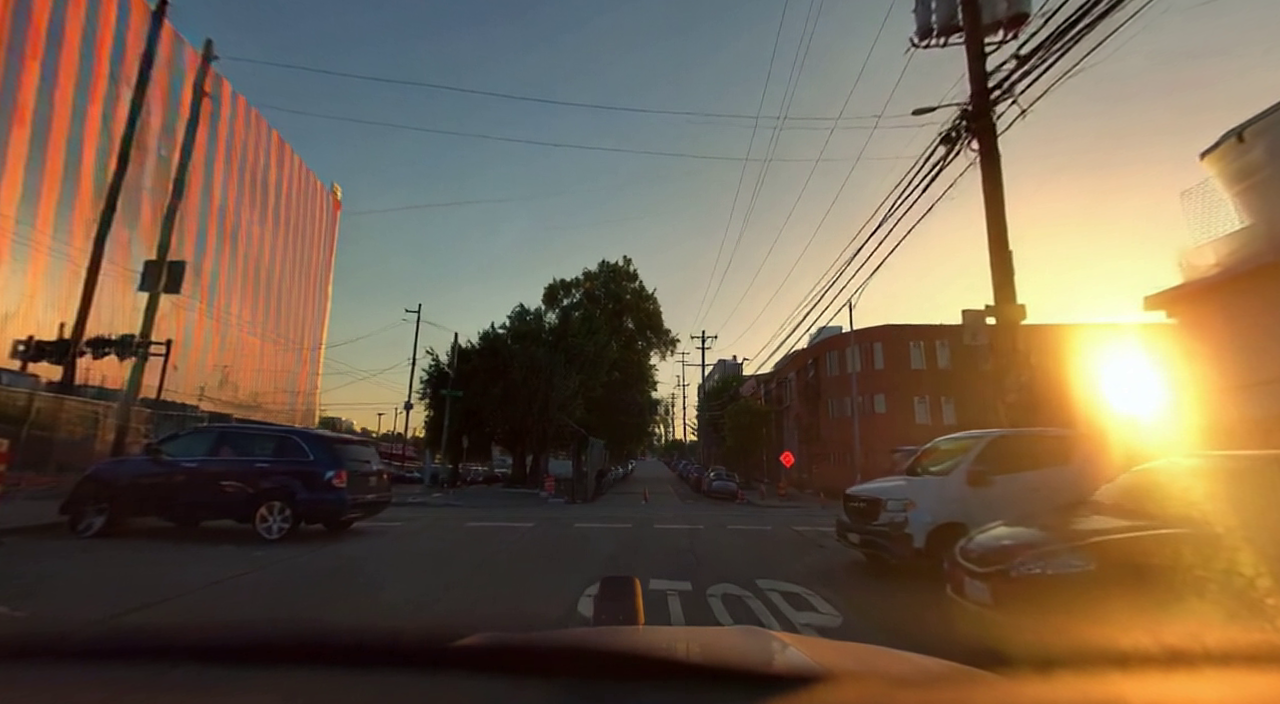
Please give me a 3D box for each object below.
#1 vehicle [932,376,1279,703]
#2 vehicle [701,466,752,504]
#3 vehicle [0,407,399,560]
[{"bbox_3d":[4.524,1.216,3.926,4.554,1.473,1.876,5,-11,-3],"label":"vehicle"},{"bbox_3d":[4.695,7.277,34.879,2.007,1.804,4.136,0,-8,-2],"label":"vehicle"},{"bbox_3d":[-6.457,1.803,9.108,5.025,1.648,2.055,4,-8,-1],"label":"vehicle"}]
